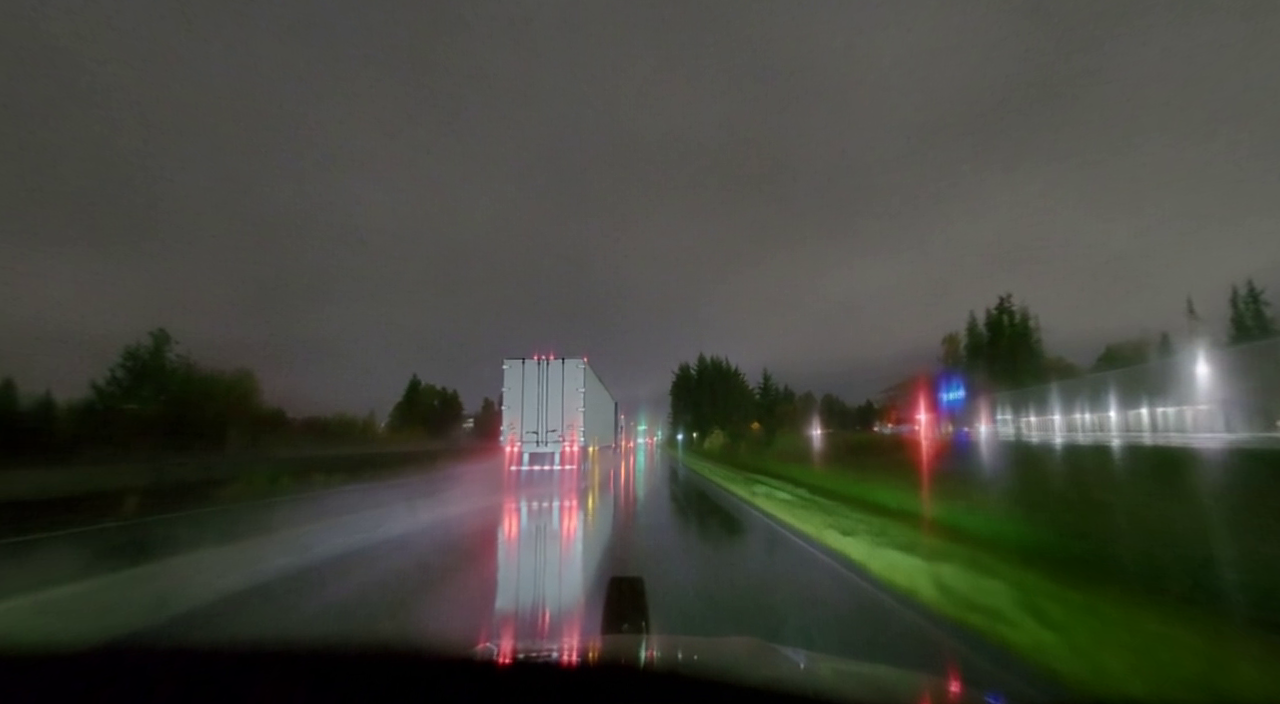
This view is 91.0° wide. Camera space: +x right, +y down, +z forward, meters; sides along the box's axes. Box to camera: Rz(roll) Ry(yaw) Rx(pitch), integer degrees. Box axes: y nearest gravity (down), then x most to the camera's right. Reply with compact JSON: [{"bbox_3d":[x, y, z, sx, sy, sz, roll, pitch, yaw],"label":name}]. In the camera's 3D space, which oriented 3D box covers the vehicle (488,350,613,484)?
[{"bbox_3d":[-2.996,2.956,26.251,2.947,4.051,14.256,0,-8,1],"label":"vehicle"}]
